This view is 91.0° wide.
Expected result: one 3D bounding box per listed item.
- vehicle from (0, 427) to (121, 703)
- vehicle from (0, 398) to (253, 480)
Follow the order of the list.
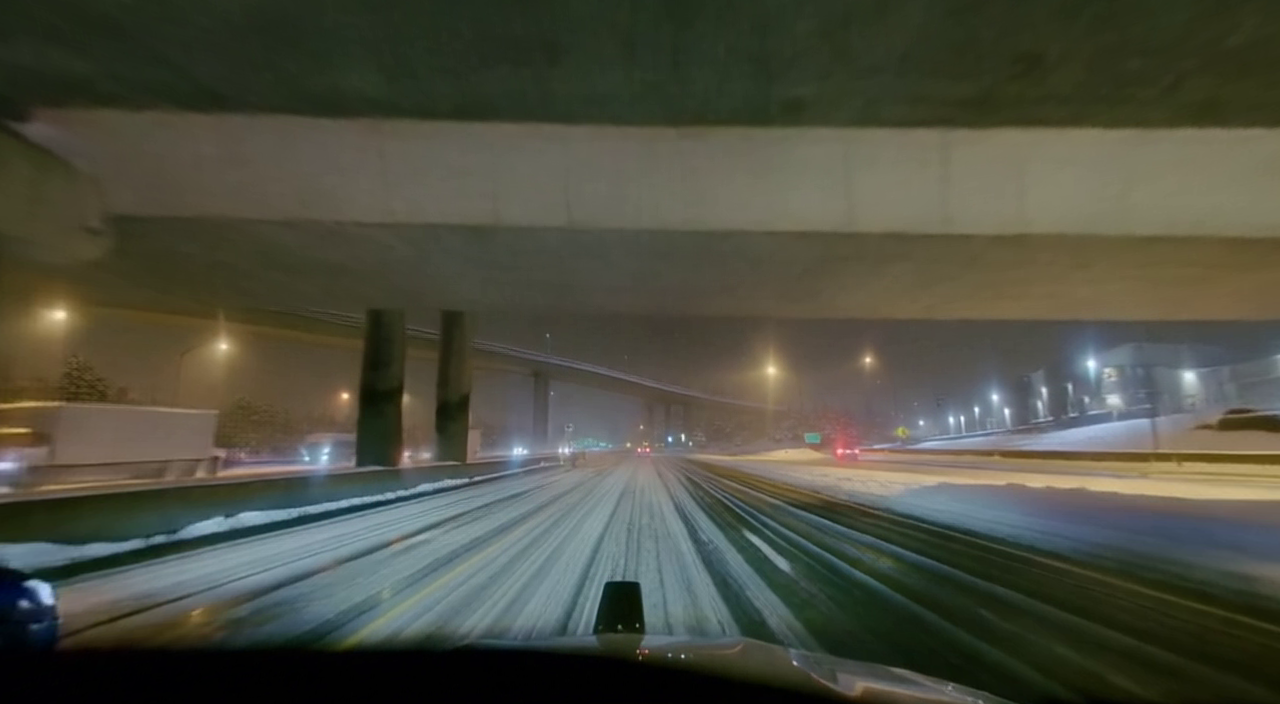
[{"bbox_3d":[-4.083,0.878,1.531,2.044,1.478,4.114,0,-9,1],"label":"vehicle"},{"bbox_3d":[-29.592,5.346,37.995,3.042,3.944,14.722,0,-9,0],"label":"vehicle"}]
